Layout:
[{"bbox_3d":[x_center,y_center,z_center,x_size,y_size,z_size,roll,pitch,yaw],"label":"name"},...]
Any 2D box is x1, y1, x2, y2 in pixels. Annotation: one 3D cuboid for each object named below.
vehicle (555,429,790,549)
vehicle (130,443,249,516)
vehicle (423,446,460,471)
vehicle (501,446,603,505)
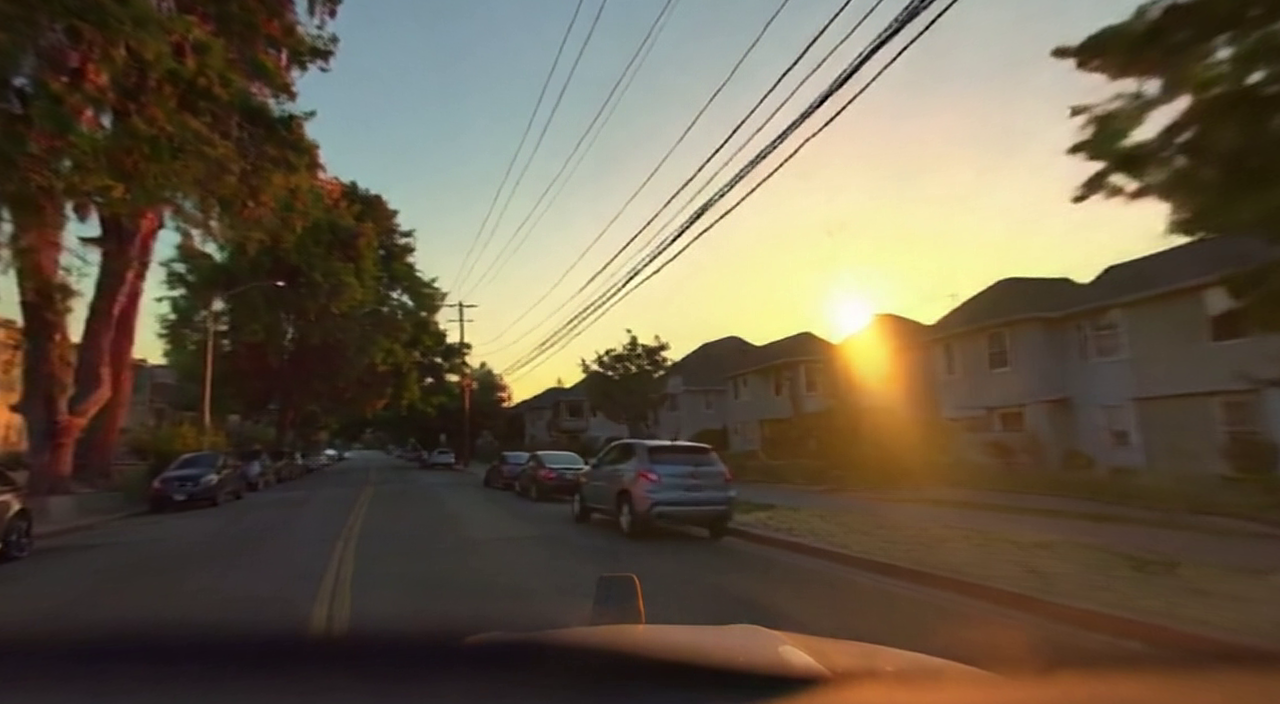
[{"bbox_3d":[0.246,2.317,11.489,2.272,1.626,5.170,5,-9,-22],"label":"vehicle"},{"bbox_3d":[-14.434,4.008,20.465,2.056,1.876,4.824,1,-7,-22],"label":"vehicle"},{"bbox_3d":[-15.517,8.347,48.962,2.328,1.730,4.225,3,-12,-22],"label":"vehicle"},{"bbox_3d":[-2.784,3.579,18.813,1.868,1.494,4.652,3,-9,-22],"label":"vehicle"}]
